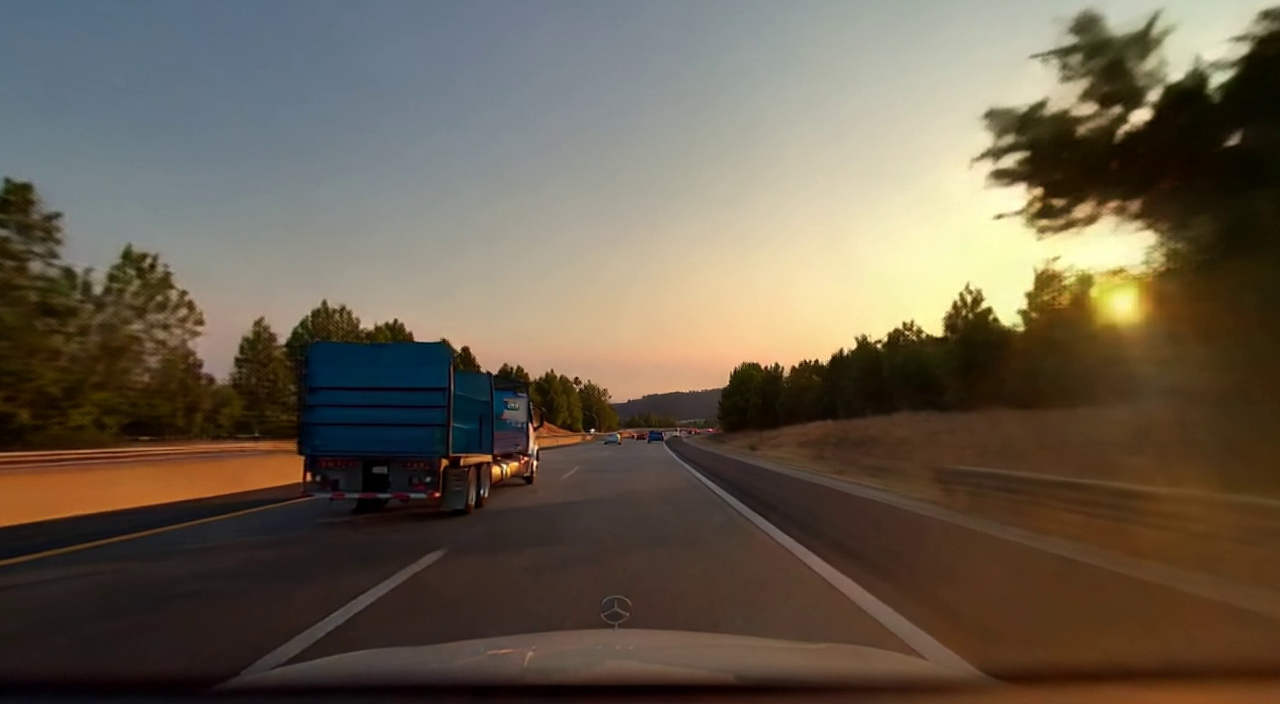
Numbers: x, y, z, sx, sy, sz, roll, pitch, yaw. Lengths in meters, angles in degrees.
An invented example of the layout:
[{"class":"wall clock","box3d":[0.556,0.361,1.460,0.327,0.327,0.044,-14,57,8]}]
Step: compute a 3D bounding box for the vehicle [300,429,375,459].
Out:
[{"class":"vehicle","box3d":[-16.009,4.878,33.630,1.864,1.504,4.253,0,-7,0]}]
